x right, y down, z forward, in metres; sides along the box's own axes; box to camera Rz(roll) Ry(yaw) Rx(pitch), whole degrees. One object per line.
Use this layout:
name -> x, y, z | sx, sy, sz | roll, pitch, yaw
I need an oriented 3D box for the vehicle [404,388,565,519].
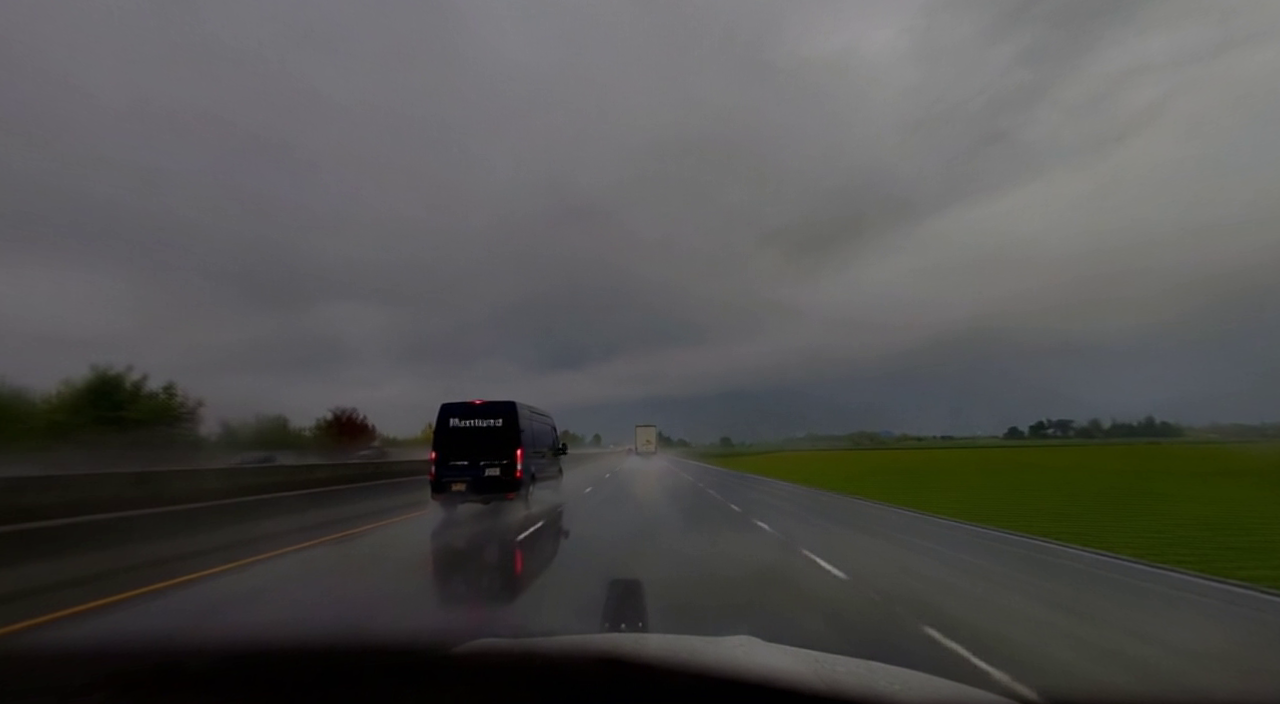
vehicle -> -3.534, 2.560, 16.233 | 2.320, 2.636, 7.021 | 0, -9, 0
